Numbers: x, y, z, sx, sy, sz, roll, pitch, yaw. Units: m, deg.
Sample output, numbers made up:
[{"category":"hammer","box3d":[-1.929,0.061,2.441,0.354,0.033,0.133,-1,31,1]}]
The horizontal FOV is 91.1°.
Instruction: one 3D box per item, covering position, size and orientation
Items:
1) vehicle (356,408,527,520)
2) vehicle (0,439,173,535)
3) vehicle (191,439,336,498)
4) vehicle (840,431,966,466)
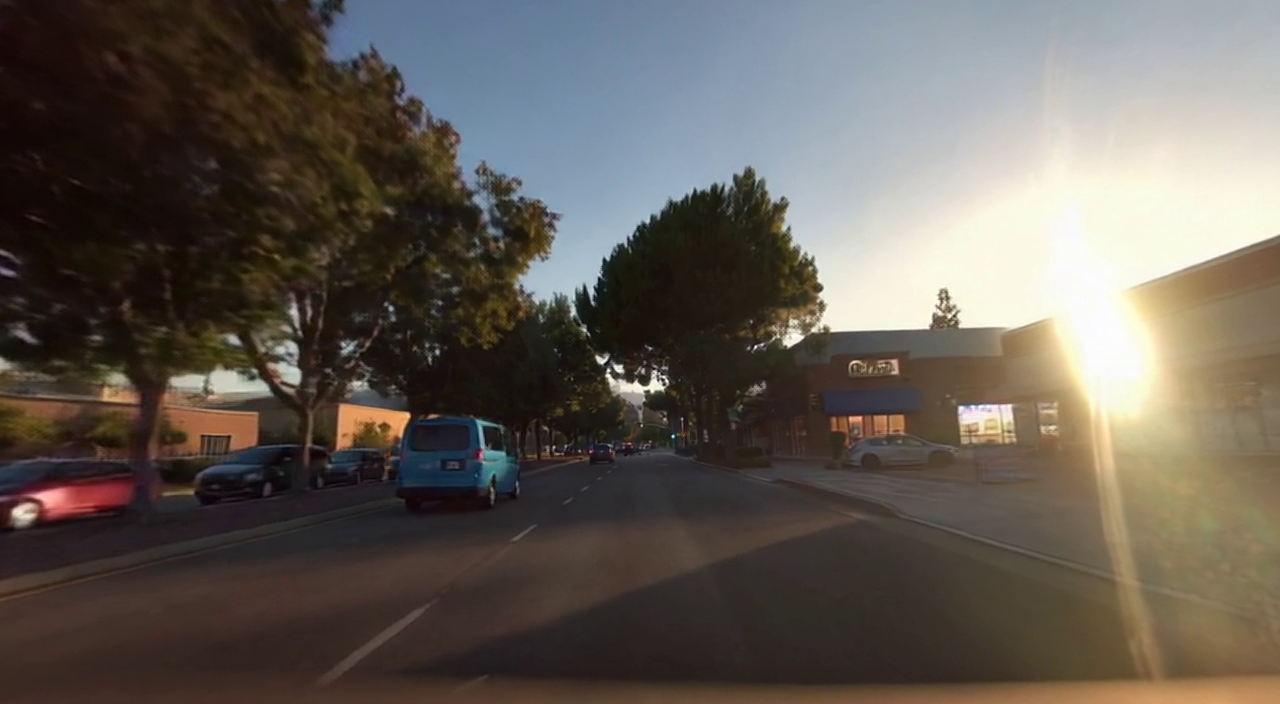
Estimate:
[{"category":"vehicle","box3d":[-3.985,2.350,13.729,2.152,1.987,4.952,0,-8,-1]},{"category":"vehicle","box3d":[-12.150,2.574,12.465,2.024,1.656,4.837,0,-8,0]},{"category":"vehicle","box3d":[-11.759,3.618,20.007,2.044,1.649,4.211,0,-8,-1]},{"category":"vehicle","box3d":[11.360,4.198,27.395,4.607,1.471,1.982,0,-8,1]}]
